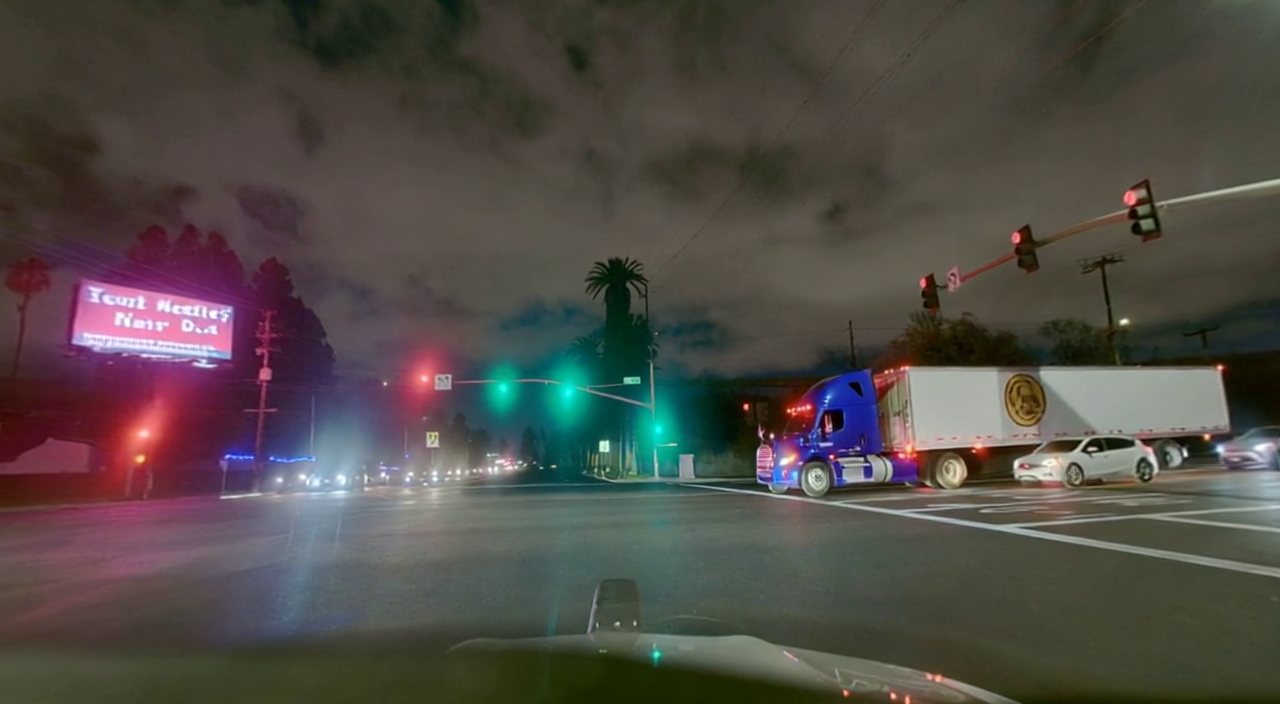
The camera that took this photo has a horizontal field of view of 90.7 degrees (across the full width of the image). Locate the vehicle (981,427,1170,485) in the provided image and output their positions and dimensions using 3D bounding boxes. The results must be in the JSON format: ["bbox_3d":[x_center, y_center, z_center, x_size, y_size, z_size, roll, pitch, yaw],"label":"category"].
[{"bbox_3d":[14.259,3.430,20.866,4.958,1.510,1.949,-2,-10,-9],"label":"vehicle"}]

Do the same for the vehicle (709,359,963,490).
[{"bbox_3d":[6.951,2.669,23.162,8.167,4.352,3.029,1,-9,-10],"label":"vehicle"}]

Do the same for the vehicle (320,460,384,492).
[{"bbox_3d":[-18.041,7.732,39.908,2.028,1.744,4.876,0,-9,-5],"label":"vehicle"}]

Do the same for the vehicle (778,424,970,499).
[{"bbox_3d":[7.261,3.425,19.930,5.079,1.893,2.200,-2,-10,-10],"label":"vehicle"}]

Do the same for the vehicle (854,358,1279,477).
[{"bbox_3d":[17.207,2.631,24.973,17.071,4.151,2.876,1,-9,-10],"label":"vehicle"}]

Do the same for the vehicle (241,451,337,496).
[{"bbox_3d":[-22.468,7.739,40.933,2.989,2.573,6.053,0,-9,-3],"label":"vehicle"}]

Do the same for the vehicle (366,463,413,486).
[{"bbox_3d":[-18.965,9.263,48.091,1.834,1.521,4.970,0,-9,-4],"label":"vehicle"}]
